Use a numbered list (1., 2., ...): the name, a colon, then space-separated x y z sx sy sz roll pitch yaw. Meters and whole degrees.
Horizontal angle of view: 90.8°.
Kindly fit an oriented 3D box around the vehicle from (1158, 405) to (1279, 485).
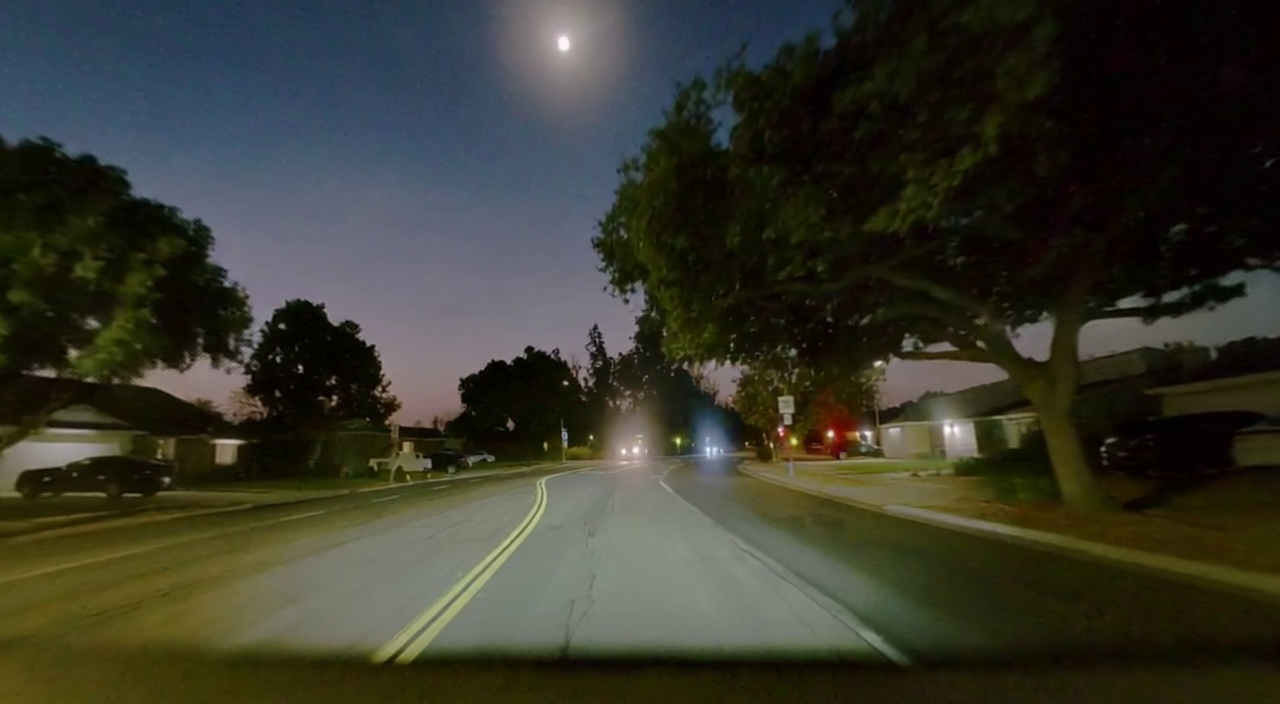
1. vehicle: 15.108 2.161 14.756 4.069 1.751 1.899 -3 -9 12

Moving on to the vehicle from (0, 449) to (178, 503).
1. vehicle: -20.688 4.558 23.512 5.166 1.847 2.049 0 -9 -5

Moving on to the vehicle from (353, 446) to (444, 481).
1. vehicle: -14.810 6.878 39.368 2.418 1.969 6.615 -2 -9 7

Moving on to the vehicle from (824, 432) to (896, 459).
1. vehicle: 17.258 7.385 49.795 5.073 1.729 2.161 -6 -11 16
